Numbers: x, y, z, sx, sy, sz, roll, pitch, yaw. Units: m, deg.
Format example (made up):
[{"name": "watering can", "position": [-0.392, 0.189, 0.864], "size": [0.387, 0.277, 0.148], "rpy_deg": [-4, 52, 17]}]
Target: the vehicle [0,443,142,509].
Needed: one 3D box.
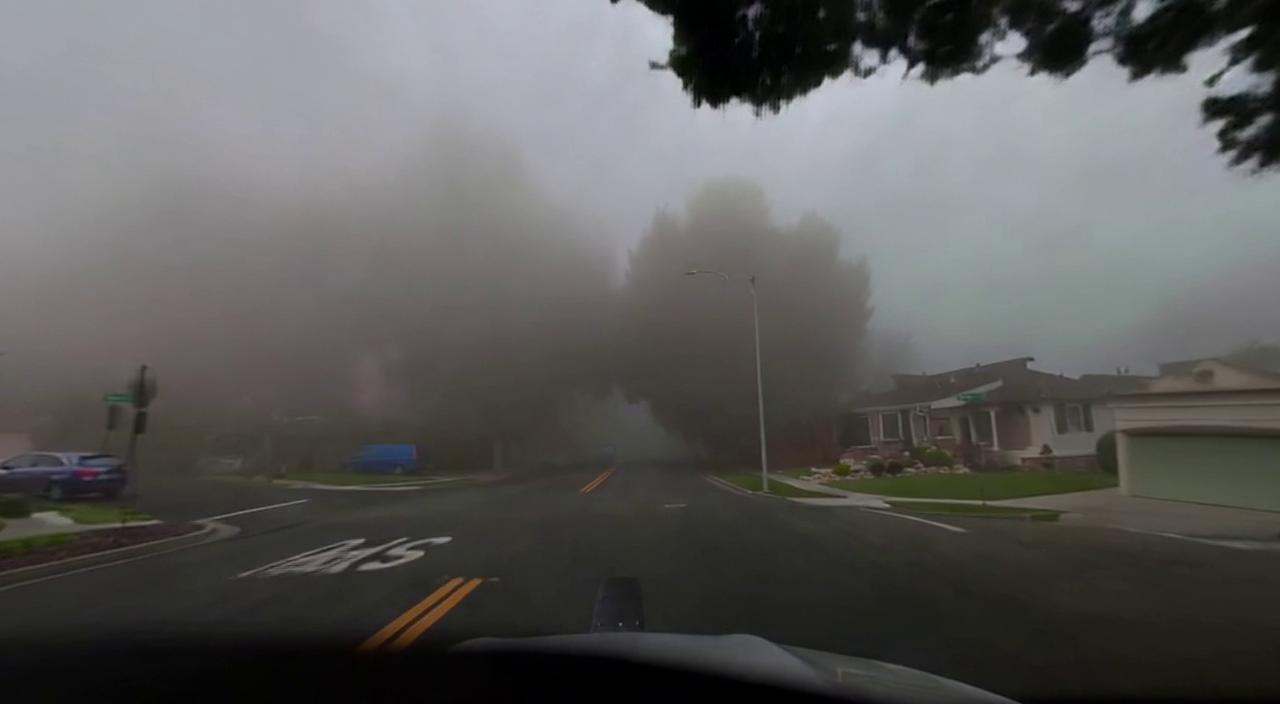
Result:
[{"name": "vehicle", "position": [-17.670, 3.665, 19.143], "size": [4.876, 1.763, 2.016], "rpy_deg": [-4, -10, 27]}]

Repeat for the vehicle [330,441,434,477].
[{"name": "vehicle", "position": [-14.041, 5.842, 34.708], "size": [2.145, 1.839, 4.837], "rpy_deg": [-6, -10, 33]}]
